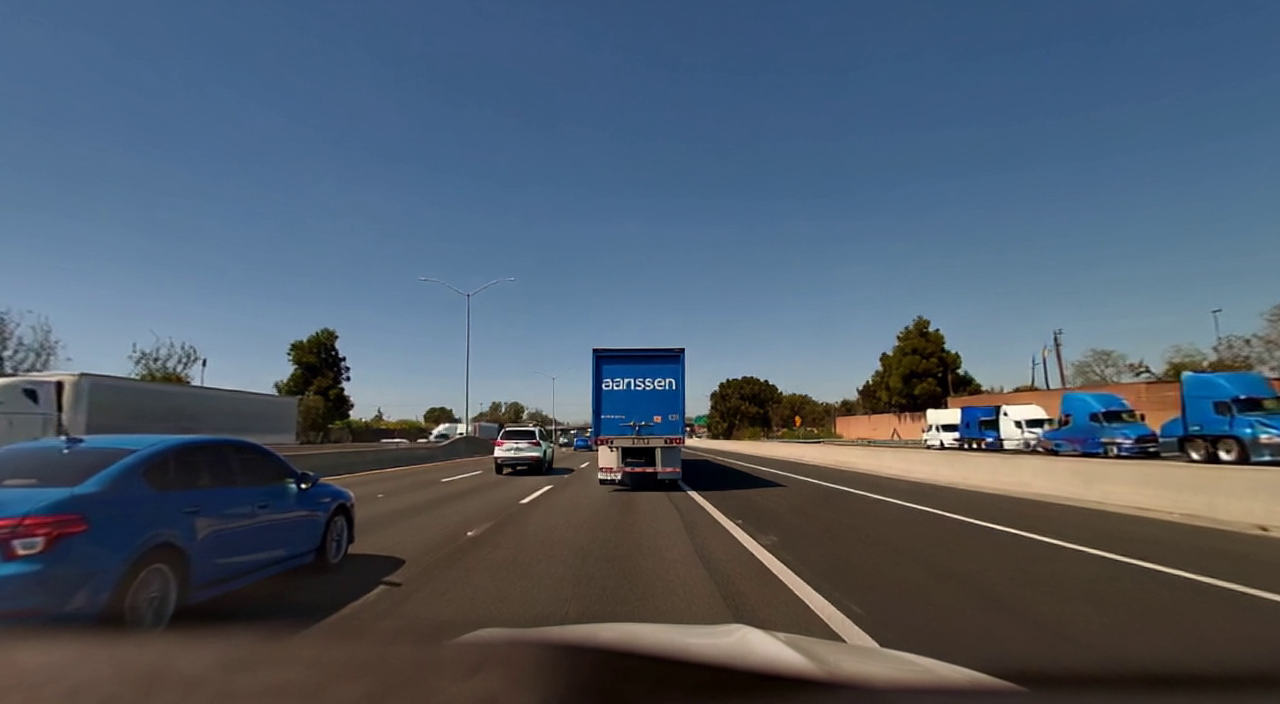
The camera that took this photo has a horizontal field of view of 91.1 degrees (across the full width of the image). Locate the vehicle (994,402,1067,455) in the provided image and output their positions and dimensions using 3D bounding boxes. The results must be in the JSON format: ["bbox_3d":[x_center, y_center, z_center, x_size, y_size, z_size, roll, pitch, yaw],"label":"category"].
[{"bbox_3d":[19.606,3.850,31.708,1.658,2.523,2.851,0,-8,-1],"label":"vehicle"}]

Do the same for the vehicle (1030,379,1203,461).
[{"bbox_3d":[19.347,2.888,26.069,2.443,3.006,5.844,0,-8,0],"label":"vehicle"}]

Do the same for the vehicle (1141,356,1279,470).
[{"bbox_3d":[19.115,1.905,19.115,2.595,3.137,6.079,0,-7,0],"label":"vehicle"}]

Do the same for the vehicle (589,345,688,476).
[{"bbox_3d":[-0.103,2.602,25.822,3.171,4.204,11.036,0,-8,0],"label":"vehicle"}]

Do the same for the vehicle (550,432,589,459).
[{"bbox_3d":[-4.200,5.639,38.113,1.921,1.524,3.912,0,-8,0],"label":"vehicle"}]

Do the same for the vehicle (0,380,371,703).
[{"bbox_3d":[-3.697,1.071,4.067,1.964,1.507,4.361,0,-8,0],"label":"vehicle"}]

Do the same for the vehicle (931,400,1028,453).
[{"bbox_3d":[18.927,4.251,35.474,2.432,2.753,5.388,0,-8,1],"label":"vehicle"}]

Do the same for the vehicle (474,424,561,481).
[{"bbox_3d":[-3.728,3.135,19.918,1.946,1.599,4.073,0,-8,0],"label":"vehicle"}]
